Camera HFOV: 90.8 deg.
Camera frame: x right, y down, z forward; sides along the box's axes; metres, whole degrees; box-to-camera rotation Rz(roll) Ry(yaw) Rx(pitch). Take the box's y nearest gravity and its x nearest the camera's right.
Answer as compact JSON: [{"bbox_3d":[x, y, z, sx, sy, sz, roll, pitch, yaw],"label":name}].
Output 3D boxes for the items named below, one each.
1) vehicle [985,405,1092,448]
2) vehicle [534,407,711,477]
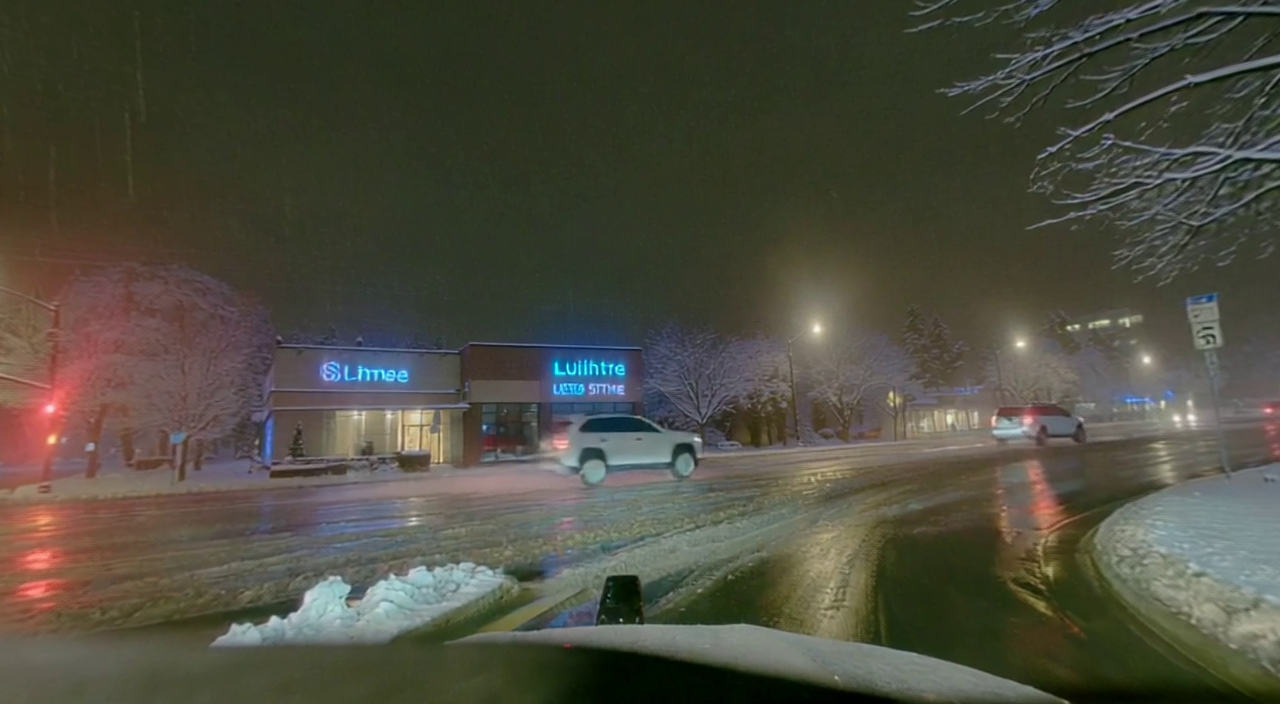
[{"bbox_3d":[16.313,3.092,25.797,4.377,1.624,1.953,6,-10,-34],"label":"vehicle"},{"bbox_3d":[-0.446,2.621,18.309,4.689,1.758,2.146,5,-10,-33],"label":"vehicle"}]
